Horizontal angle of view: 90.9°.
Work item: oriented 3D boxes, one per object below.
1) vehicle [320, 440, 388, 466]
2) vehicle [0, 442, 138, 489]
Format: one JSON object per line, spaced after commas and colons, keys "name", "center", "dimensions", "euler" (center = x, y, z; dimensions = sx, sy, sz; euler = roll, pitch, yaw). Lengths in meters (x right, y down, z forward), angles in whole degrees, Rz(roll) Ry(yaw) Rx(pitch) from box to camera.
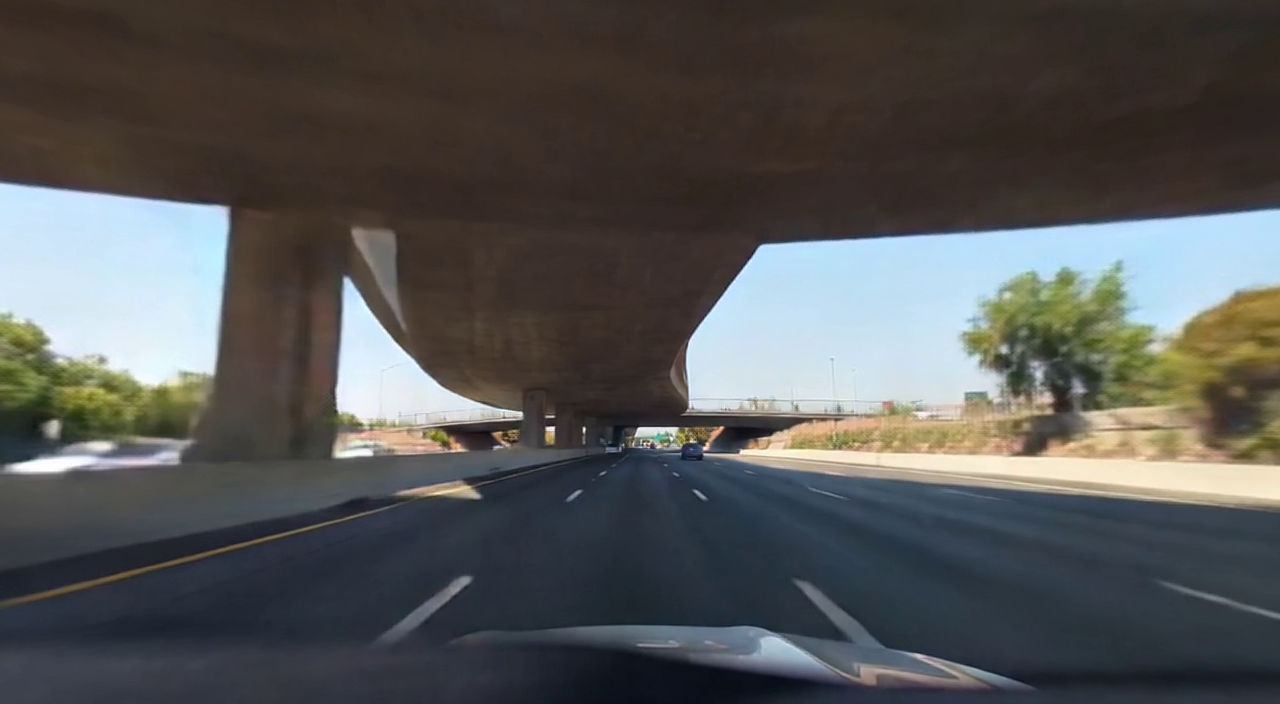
{"name": "vehicle", "center": [-17.854, 6.333, 39.643], "dimensions": [2.098, 1.547, 4.407], "euler": [0, -9, 1]}
{"name": "vehicle", "center": [-21.352, 4.078, 23.070], "dimensions": [2.100, 1.526, 4.702], "euler": [0, -8, 0]}
